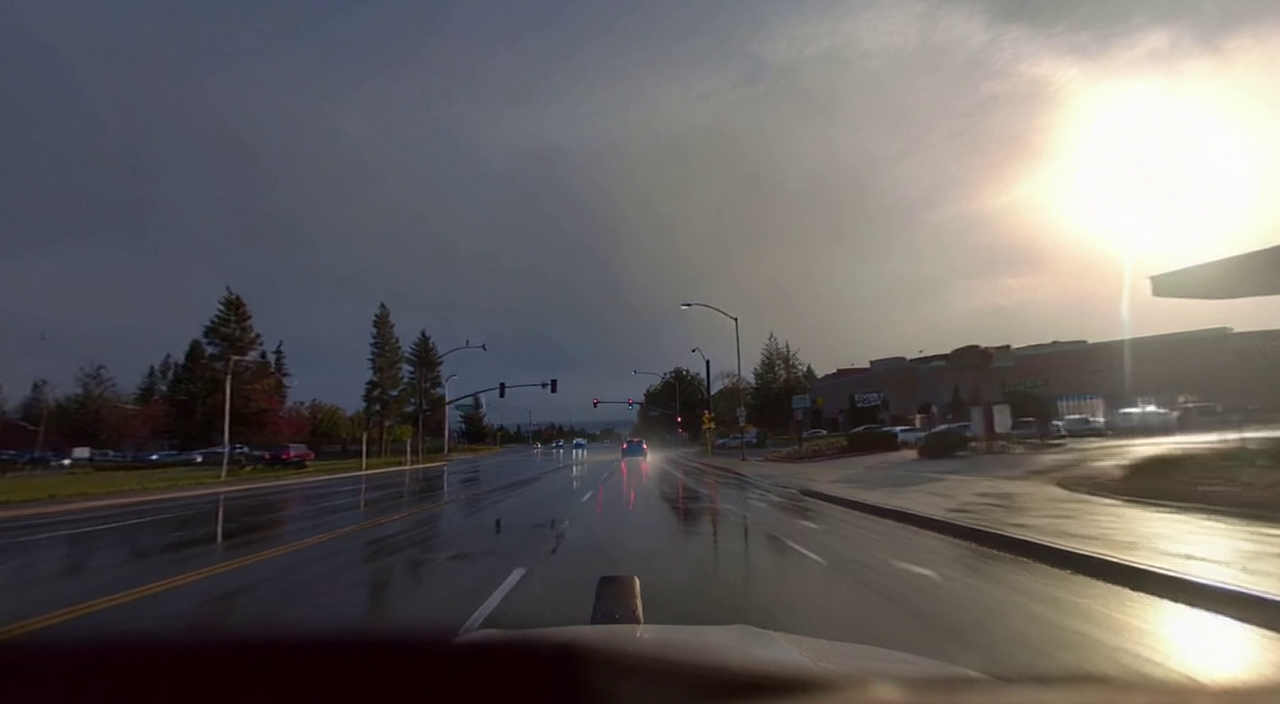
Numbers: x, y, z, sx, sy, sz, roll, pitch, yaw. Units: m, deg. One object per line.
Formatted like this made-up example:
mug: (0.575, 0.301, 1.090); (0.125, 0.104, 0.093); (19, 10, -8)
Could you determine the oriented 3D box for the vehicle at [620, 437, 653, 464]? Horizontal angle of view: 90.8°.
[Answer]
vehicle: (-0.228, 6.398, 41.239); (2.024, 1.628, 4.774); (0, -8, 0)
